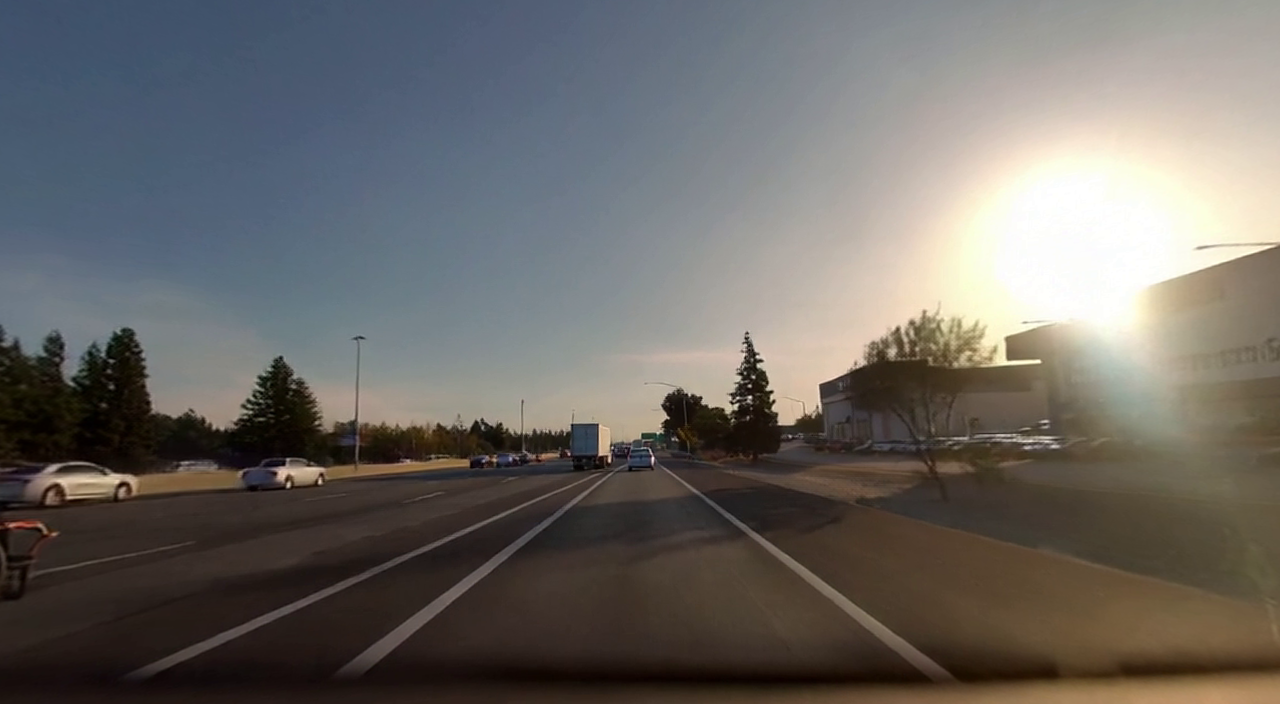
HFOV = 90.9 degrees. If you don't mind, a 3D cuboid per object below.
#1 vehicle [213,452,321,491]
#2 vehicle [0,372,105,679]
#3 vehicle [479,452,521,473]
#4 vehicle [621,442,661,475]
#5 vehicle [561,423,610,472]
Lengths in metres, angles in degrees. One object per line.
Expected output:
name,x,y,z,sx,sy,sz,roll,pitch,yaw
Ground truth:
vehicle,-18.001,5.756,30.762,2.076,1.709,4.893,-1,-8,3
vehicle,-4.930,0.783,2.073,2.200,1.793,4.586,0,-8,2
vehicle,-10.610,8.384,48.058,1.928,1.480,4.823,-1,-8,2
vehicle,0.088,6.208,36.989,2.227,1.794,4.646,0,-8,1
vehicle,-4.061,7.395,49.113,2.796,3.426,8.553,-1,-8,2
